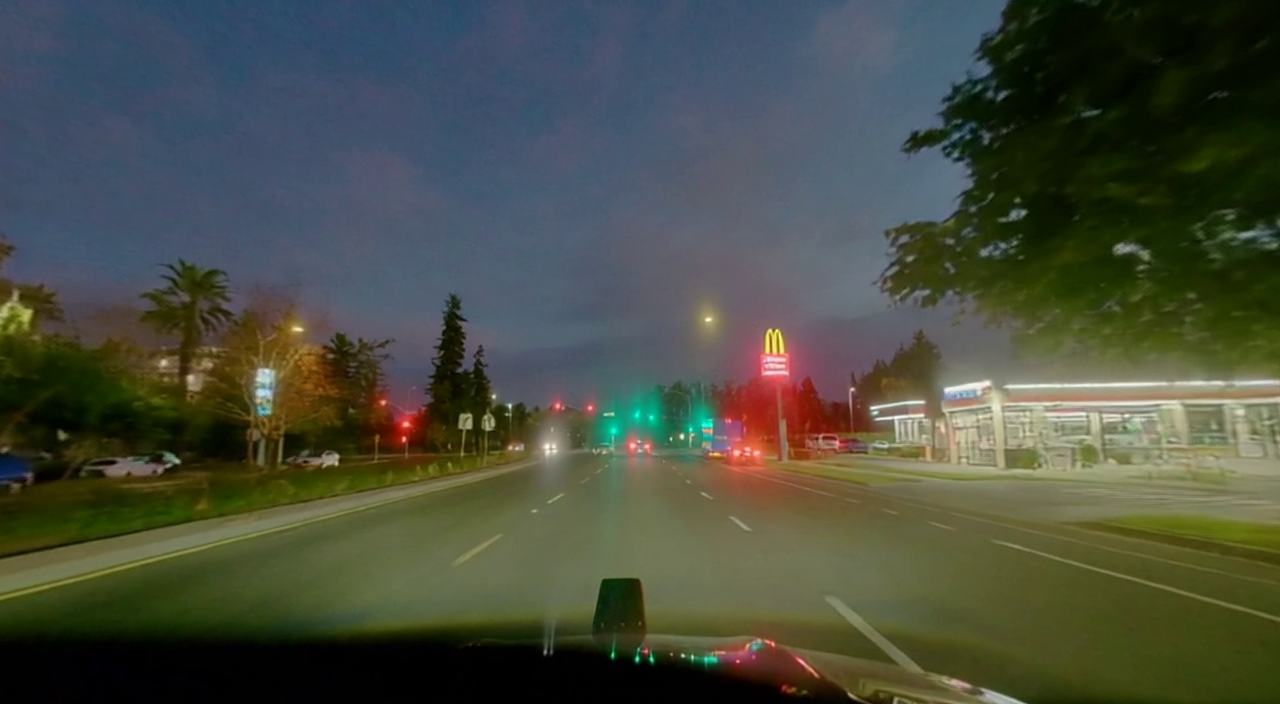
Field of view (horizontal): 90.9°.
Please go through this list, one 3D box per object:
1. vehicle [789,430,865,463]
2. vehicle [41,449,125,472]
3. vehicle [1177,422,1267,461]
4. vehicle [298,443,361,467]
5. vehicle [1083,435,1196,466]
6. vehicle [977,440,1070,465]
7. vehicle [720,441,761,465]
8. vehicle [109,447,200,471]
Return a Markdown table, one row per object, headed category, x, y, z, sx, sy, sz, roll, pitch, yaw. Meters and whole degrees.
| category | x | y | z | sx | sy | sz | roll | pitch | yaw |
| --- | --- | --- | --- | --- | --- | --- | --- | --- | --- |
| vehicle | 13.656 | 6.844 | 45.896 | 5.354 | 2.214 | 2.504 | 6 | -11 | -38 |
| vehicle | -36.578 | 7.127 | 41.425 | 4.232 | 1.477 | 1.772 | -2 | -9 | 11 |
| vehicle | 40.204 | 6.173 | 43.509 | 6.741 | 2.278 | 2.778 | 2 | -9 | -34 |
| vehicle | -22.871 | 7.603 | 46.662 | 1.936 | 1.654 | 4.857 | -1 | -8 | 4 |
| vehicle | 28.740 | 5.698 | 36.479 | 4.589 | 1.524 | 1.999 | -6 | -7 | 21 |
| vehicle | 23.965 | 6.281 | 39.482 | 4.744 | 1.481 | 1.855 | -6 | -10 | 34 |
| vehicle | 6.680 | 6.742 | 42.283 | 1.980 | 1.473 | 4.537 | 0 | -8 | 0 |
| vehicle | -31.304 | 6.895 | 40.702 | 4.566 | 1.484 | 2.051 | -2 | -9 | 12 |
